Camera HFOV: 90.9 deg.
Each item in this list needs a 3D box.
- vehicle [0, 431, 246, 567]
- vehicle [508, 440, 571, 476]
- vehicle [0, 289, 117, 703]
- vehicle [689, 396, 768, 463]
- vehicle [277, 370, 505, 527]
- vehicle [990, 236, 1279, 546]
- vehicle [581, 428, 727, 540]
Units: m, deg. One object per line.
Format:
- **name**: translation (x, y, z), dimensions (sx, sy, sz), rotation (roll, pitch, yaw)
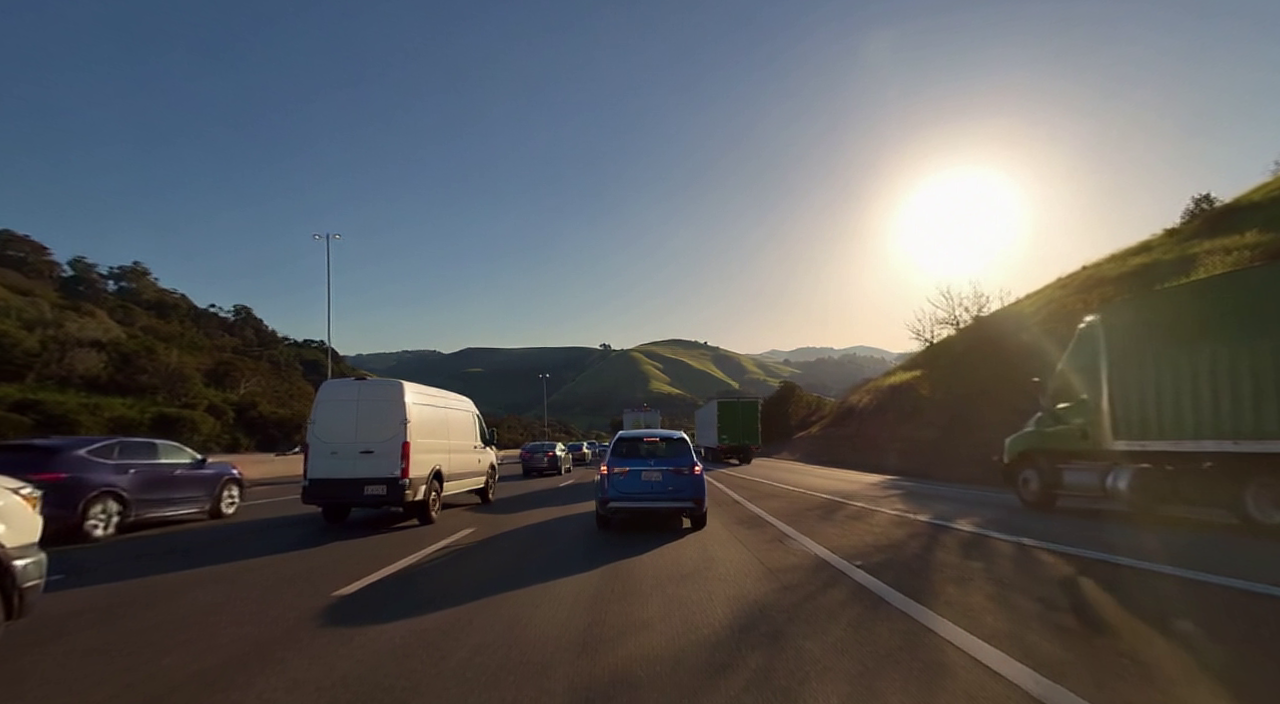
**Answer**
- **vehicle**: translation (-7.889, 1.845, 8.533), dimensions (1.968, 1.459, 4.737), rotation (-1, -8, 2)
- **vehicle**: translation (-4.416, 4.746, 28.417), dimensions (2.007, 1.457, 4.447), rotation (0, -8, 1)
- **vehicle**: translation (-4.295, 0.430, 1.015), dimensions (2.195, 2.086, 5.445), rotation (0, -8, 0)
- **vehicle**: translation (6.318, 6.202, 48.766), dimensions (2.989, 4.277, 16.586), rotation (0, -8, -3)
- **vehicle**: translation (-4.655, 1.980, 13.158), dimensions (2.300, 2.522, 5.701), rotation (0, -8, 1)
- **vehicle**: translation (9.890, 0.344, 7.131), dimensions (2.977, 3.878, 11.111), rotation (2, -9, -18)
- **vehicle**: translation (0.150, 2.111, 10.695), dimensions (2.003, 1.499, 3.930), rotation (0, -8, -1)
